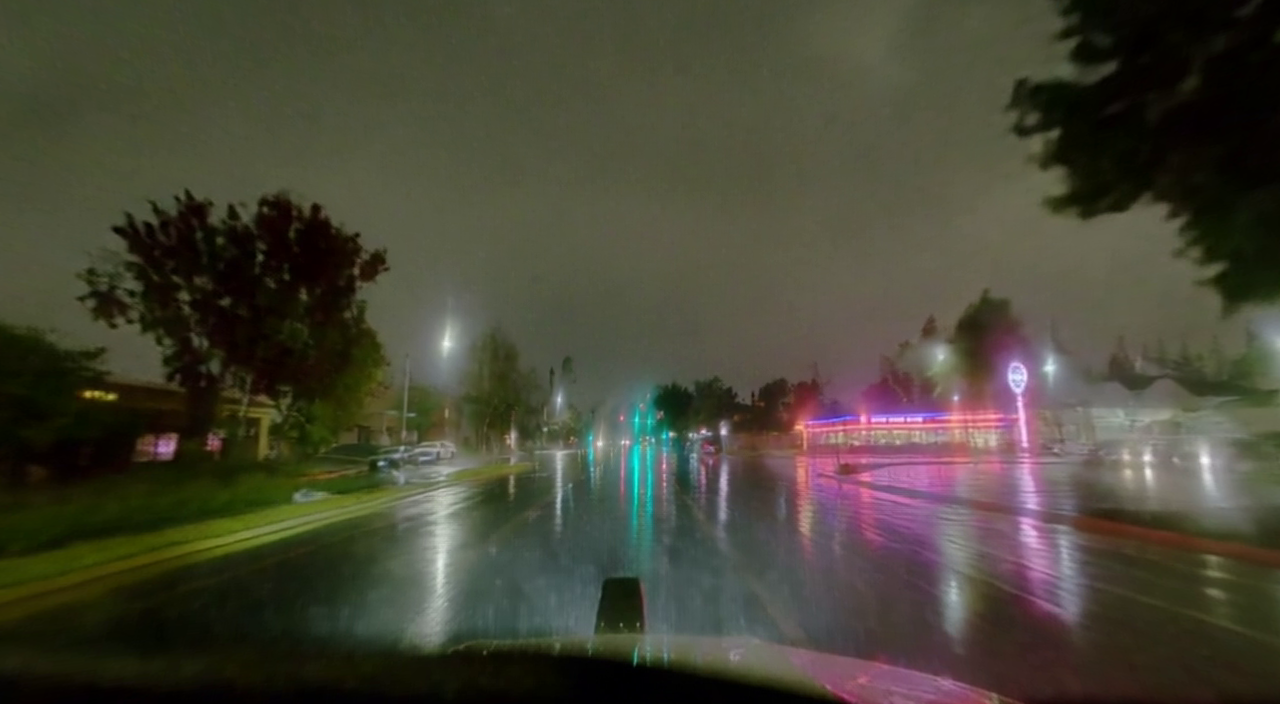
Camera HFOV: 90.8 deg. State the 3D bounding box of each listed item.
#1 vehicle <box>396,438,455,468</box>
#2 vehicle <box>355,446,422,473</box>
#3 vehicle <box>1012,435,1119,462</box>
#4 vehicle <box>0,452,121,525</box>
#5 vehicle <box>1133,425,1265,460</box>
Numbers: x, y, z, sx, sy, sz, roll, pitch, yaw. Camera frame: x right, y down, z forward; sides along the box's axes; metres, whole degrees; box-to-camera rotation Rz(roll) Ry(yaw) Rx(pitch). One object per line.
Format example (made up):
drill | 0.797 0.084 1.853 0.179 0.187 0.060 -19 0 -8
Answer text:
vehicle | -14.981 7.078 44.593 2.164 1.933 5.804 0 -8 0
vehicle | -15.084 6.473 38.228 2.106 1.479 4.541 0 -8 1
vehicle | 24.325 5.571 36.339 4.622 1.466 2.066 -3 -9 16
vehicle | -14.703 3.024 14.125 2.124 1.501 4.807 0 -8 0
vehicle | 30.584 4.991 34.751 4.841 1.815 2.151 -2 -9 15
